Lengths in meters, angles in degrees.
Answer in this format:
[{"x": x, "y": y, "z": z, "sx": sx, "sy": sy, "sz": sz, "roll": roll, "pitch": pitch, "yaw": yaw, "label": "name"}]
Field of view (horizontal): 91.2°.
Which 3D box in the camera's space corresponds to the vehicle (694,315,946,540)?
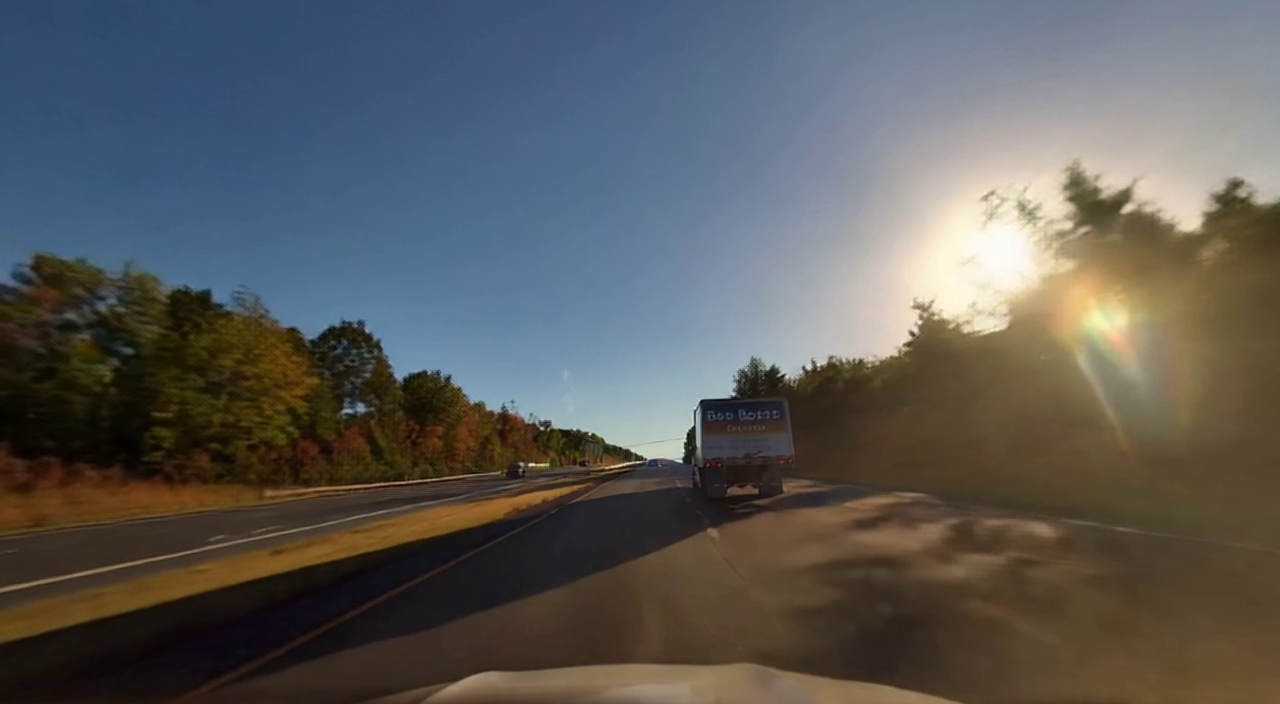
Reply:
[{"x": 3.968, "y": 2.693, "z": 20.074, "sx": 3.537, "sy": 4.071, "sz": 17.399, "roll": -1, "pitch": -9, "yaw": 2, "label": "vehicle"}]
